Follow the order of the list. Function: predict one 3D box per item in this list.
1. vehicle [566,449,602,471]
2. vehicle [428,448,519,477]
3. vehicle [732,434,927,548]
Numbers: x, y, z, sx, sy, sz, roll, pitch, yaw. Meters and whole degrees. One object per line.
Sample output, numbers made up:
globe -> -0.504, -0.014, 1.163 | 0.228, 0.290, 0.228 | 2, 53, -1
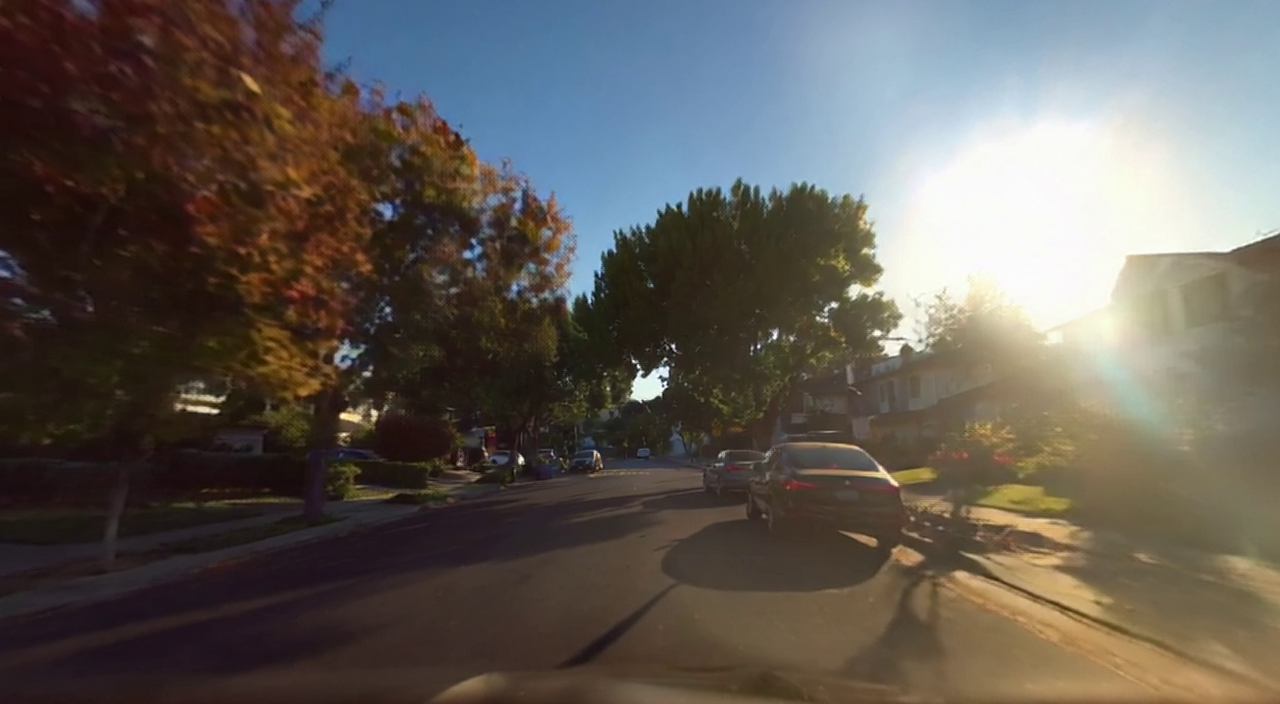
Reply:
vehicle -> -4.013, 7.832, 45.883 | 1.987, 1.459, 4.473 | -1, -9, 3
vehicle -> -9.991, 6.677, 38.276 | 4.933, 1.547, 2.125 | -2, -8, 0
vehicle -> 2.836, 2.187, 10.697 | 2.022, 1.483, 4.565 | -1, -9, 2
